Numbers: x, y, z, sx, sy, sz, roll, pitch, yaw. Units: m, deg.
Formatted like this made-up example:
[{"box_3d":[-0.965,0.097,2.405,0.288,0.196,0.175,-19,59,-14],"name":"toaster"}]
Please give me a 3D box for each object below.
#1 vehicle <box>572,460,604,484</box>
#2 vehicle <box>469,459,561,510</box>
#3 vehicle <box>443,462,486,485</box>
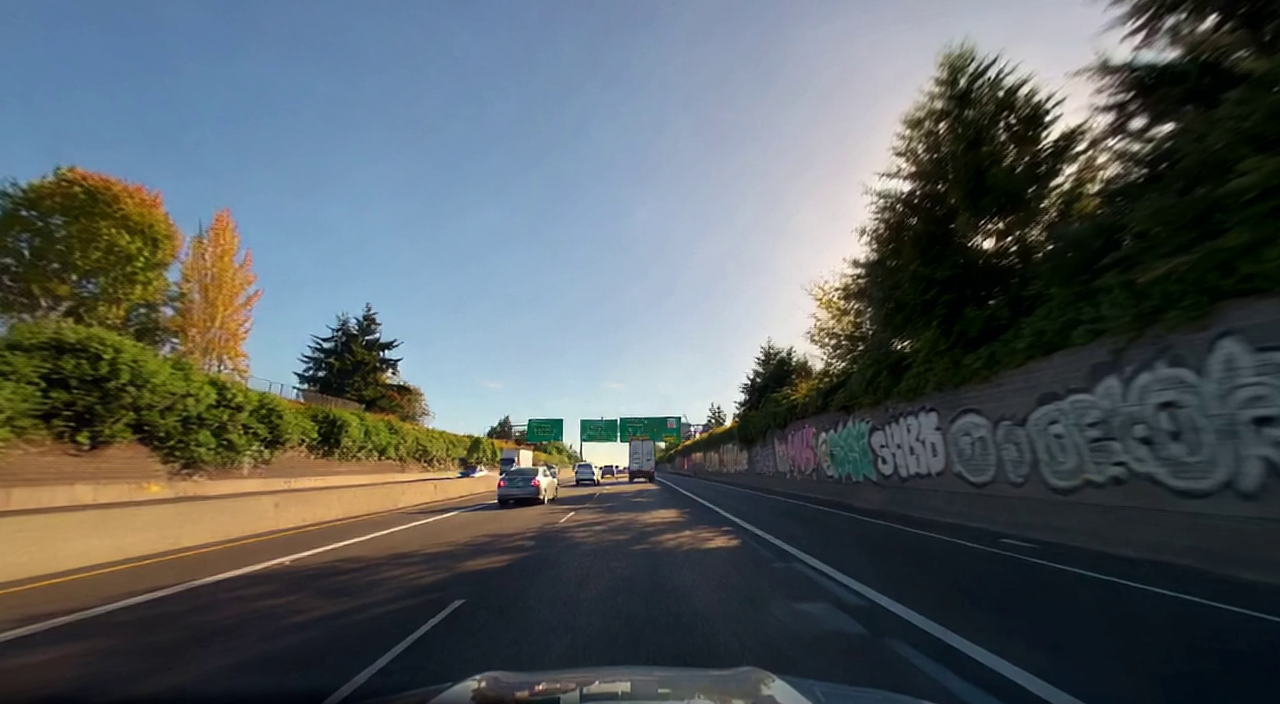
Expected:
[{"box_3d":[-3.861,8.961,47.118,2.032,1.625,4.023,1,-10,0],"name":"vehicle"},{"box_3d":[-3.935,4.269,20.564,2.054,1.443,4.131,0,-10,1],"name":"vehicle"},{"box_3d":[-12.540,8.692,45.249,1.874,1.514,4.246,1,-10,0],"name":"vehicle"}]
